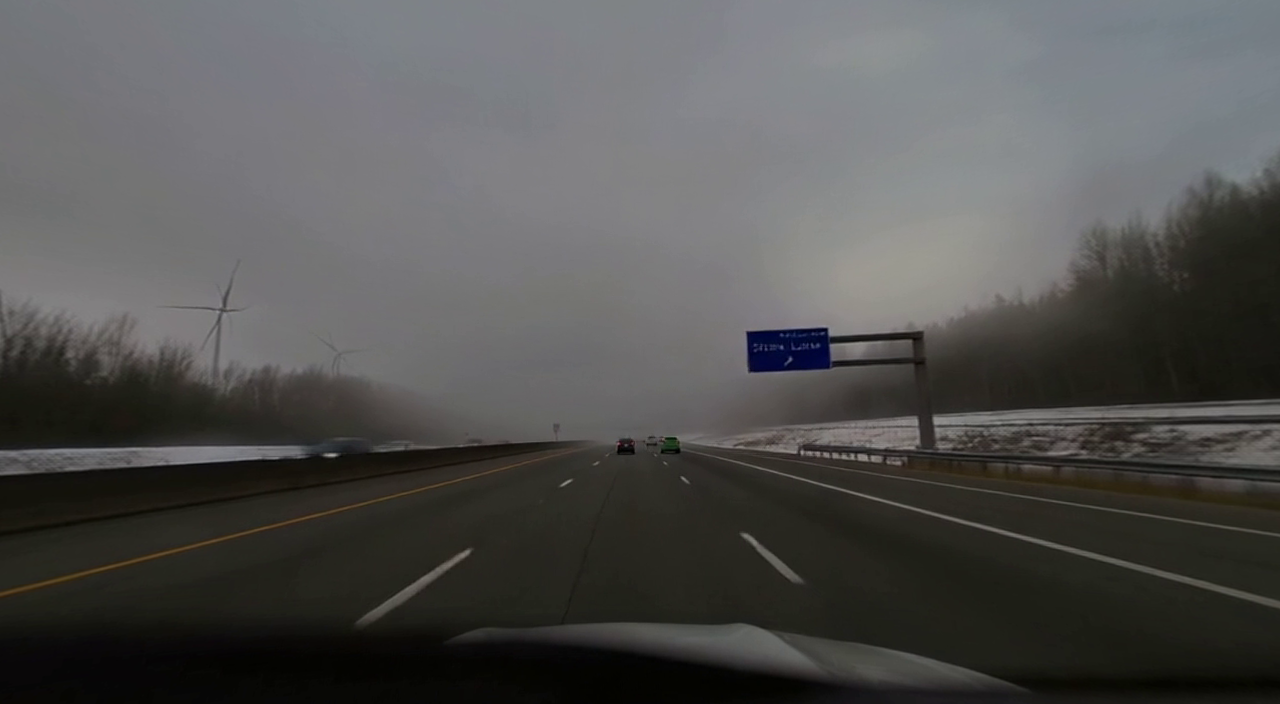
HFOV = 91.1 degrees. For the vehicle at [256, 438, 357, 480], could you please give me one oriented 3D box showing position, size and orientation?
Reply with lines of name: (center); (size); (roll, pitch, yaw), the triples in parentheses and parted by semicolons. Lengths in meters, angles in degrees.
vehicle: (-12.754, 4.096, 24.343); (1.858, 1.472, 3.822); (0, -8, -1)
